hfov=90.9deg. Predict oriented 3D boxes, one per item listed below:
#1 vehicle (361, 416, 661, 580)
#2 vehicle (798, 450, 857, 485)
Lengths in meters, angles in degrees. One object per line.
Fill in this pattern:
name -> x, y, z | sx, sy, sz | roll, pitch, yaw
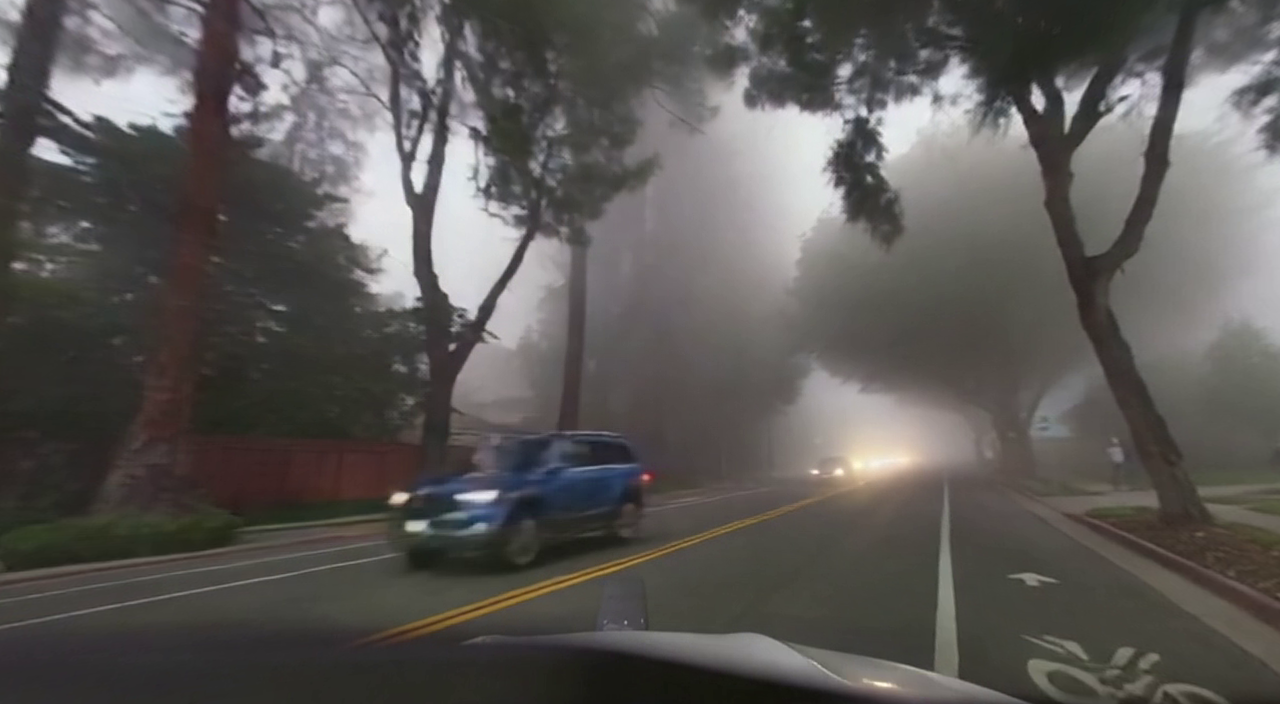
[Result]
vehicle -> -1.585, 2.010, 9.665 | 2.089, 1.835, 4.528 | -4, -9, 26
vehicle -> 9.164, 5.533, 30.617 | 1.906, 1.498, 4.222 | -4, -9, 27
